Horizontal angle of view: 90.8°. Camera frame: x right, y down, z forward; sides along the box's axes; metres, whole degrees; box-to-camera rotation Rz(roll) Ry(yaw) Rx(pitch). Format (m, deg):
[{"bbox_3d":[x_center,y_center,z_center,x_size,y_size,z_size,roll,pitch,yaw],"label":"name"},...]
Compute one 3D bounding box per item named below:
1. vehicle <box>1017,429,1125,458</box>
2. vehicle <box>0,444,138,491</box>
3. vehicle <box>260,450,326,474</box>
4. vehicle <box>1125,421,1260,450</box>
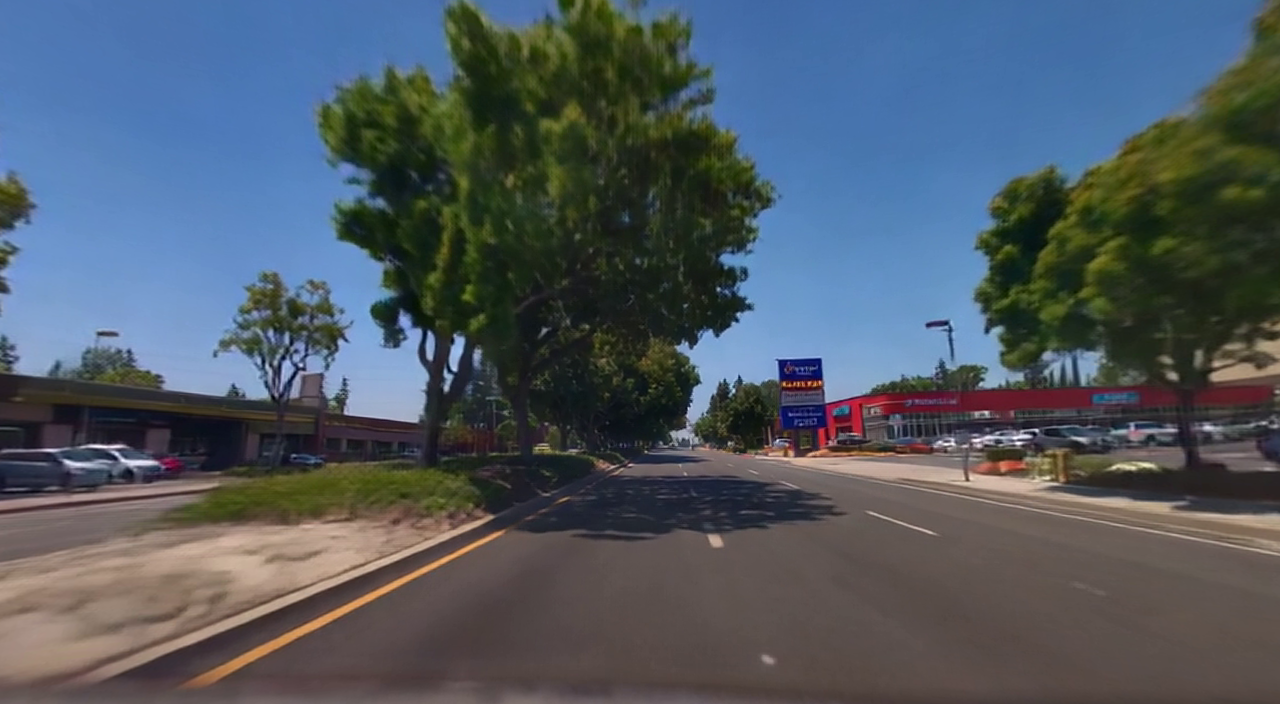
[{"bbox_3d":[21.698,4.635,31.944,4.095,1.386,1.784,0,-8,2],"label":"vehicle"},{"bbox_3d":[-27.665,5.388,29.894,2.139,1.987,5.536,-5,-10,32],"label":"vehicle"},{"bbox_3d":[-24.139,7.622,43.896,4.605,1.509,1.845,-5,-10,31],"label":"vehicle"},{"bbox_3d":[34.984,5.341,40.201,6.073,1.758,2.439,-1,-9,4],"label":"vehicle"}]
